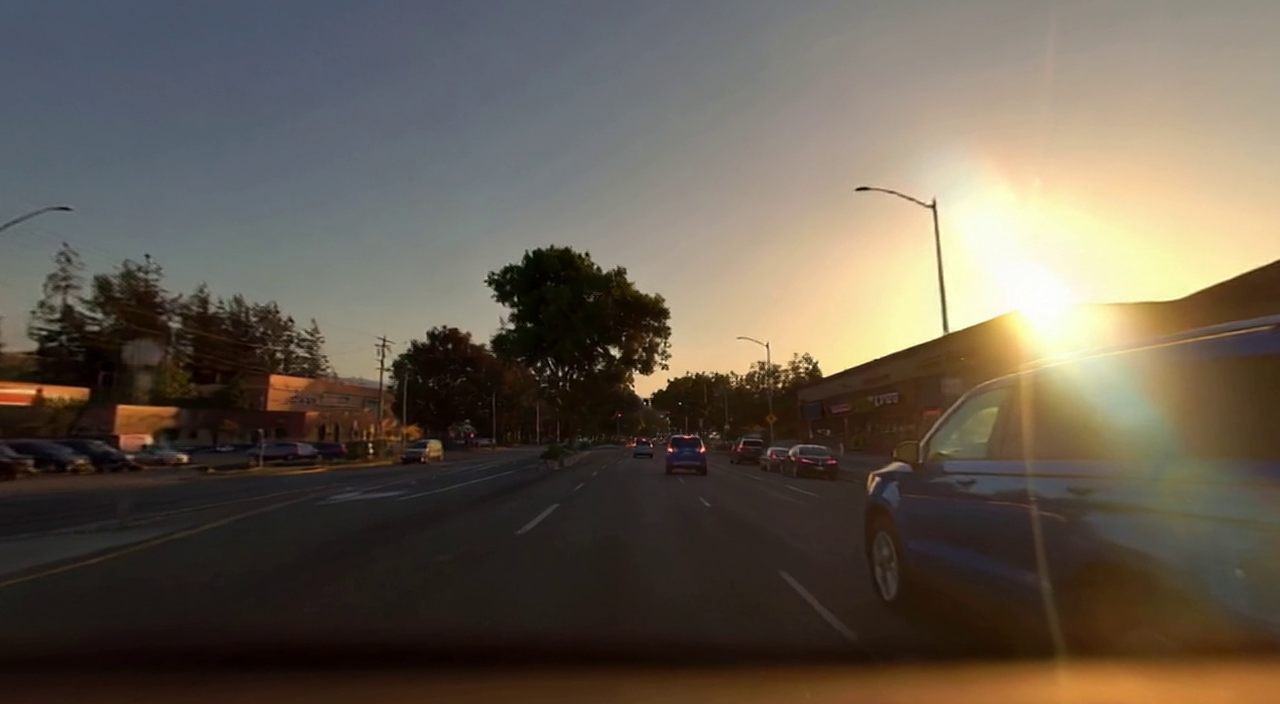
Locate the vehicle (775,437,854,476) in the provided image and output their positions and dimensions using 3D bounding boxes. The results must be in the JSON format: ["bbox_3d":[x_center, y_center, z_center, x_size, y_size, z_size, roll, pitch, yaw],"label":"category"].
[{"bbox_3d":[7.417,4.495,27.203,2.055,1.508,4.782,0,-8,0],"label":"vehicle"}]

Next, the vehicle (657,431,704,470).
[{"bbox_3d":[2.055,5.220,33.374,2.317,1.857,5.150,0,-8,1],"label":"vehicle"}]

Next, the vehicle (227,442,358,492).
[{"bbox_3d":[-11.330,3.759,20.912,1.942,1.473,4.506,1,-8,-2],"label":"vehicle"}]

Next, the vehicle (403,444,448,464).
[{"bbox_3d":[-17.006,8.121,49.950,1.962,1.496,4.431,0,-8,1],"label":"vehicle"}]

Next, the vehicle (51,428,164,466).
[{"bbox_3d":[-30.731,5.565,36.509,2.042,1.901,5.209,-3,-10,-1],"label":"vehicle"}]

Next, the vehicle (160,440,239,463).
[{"bbox_3d":[-30.091,6.819,43.078,1.949,1.466,4.654,0,-8,1],"label":"vehicle"}]

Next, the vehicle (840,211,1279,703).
[{"bbox_3d":[3.066,0.840,3.688,2.246,1.963,4.777,0,-8,1],"label":"vehicle"}]

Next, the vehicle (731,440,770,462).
[{"bbox_3d":[7.824,7.051,44.933,1.895,1.437,4.890,0,-8,0],"label":"vehicle"}]
